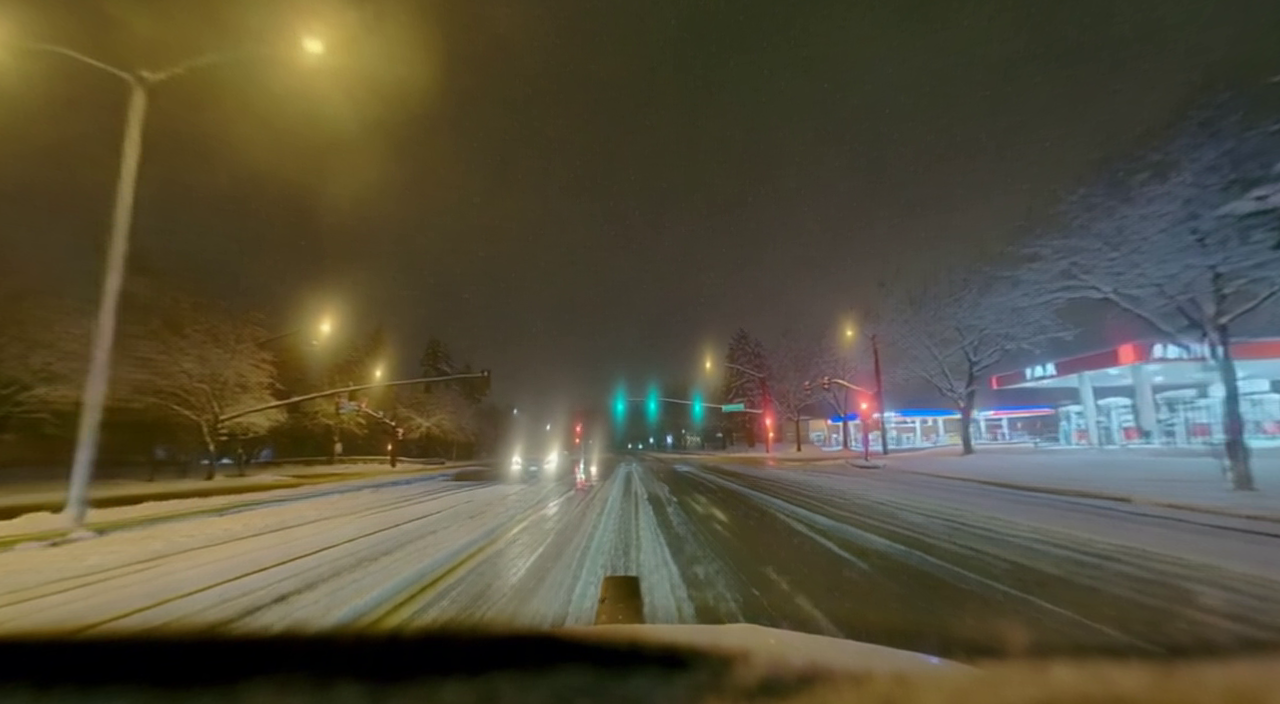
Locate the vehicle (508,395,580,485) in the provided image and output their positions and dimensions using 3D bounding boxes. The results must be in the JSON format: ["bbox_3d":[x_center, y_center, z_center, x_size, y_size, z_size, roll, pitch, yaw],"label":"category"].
[{"bbox_3d":[-4.067,3.747,27.225,2.637,3.576,3.006,-2,-7,-1],"label":"vehicle"}]
